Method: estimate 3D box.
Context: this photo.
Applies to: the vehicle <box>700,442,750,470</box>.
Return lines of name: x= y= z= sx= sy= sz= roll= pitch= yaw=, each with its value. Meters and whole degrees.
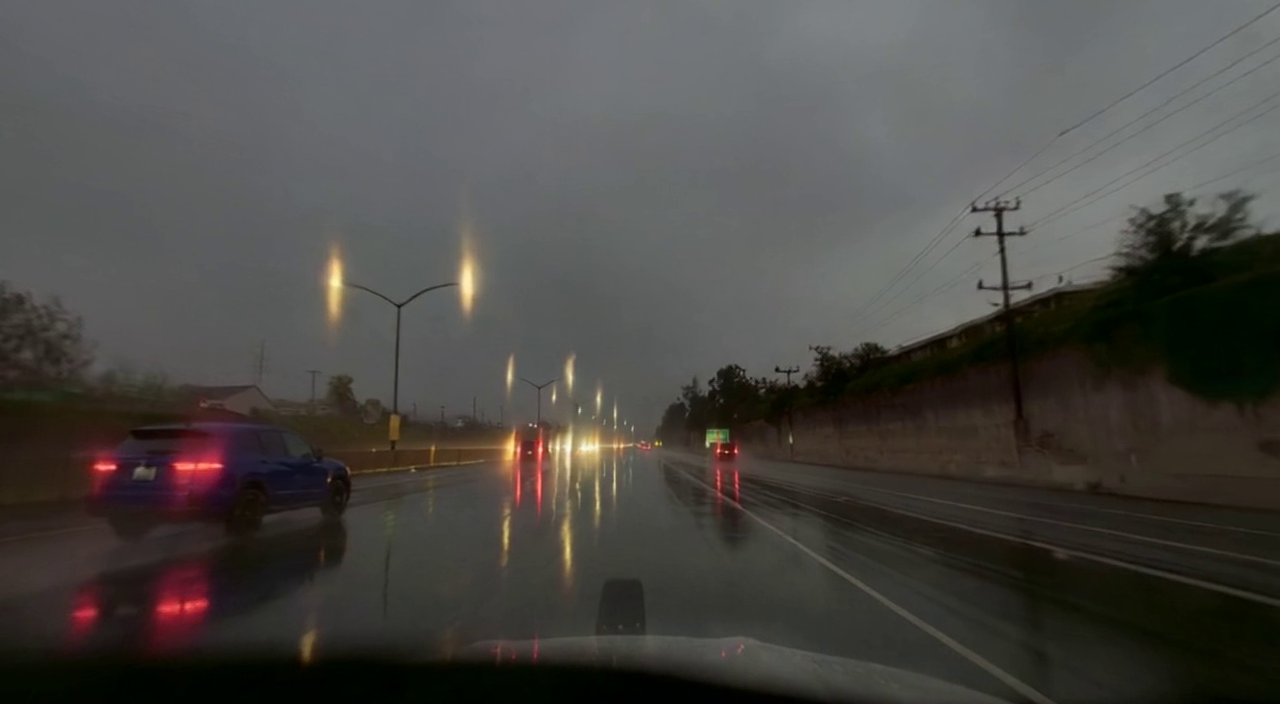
vehicle: x=4.937 y=6.099 z=37.103 sx=2.251 sy=1.520 sz=4.550 roll=1 pitch=-9 yaw=-1

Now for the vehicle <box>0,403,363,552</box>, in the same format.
vehicle: x=-6.358 y=1.797 z=9.640 sx=2.058 sy=1.698 sz=4.567 roll=0 pitch=-9 yaw=1

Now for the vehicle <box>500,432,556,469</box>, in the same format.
vehicle: x=-6.277 y=5.594 z=36.008 sx=2.255 sy=1.934 sz=4.868 roll=0 pitch=-9 yaw=1
